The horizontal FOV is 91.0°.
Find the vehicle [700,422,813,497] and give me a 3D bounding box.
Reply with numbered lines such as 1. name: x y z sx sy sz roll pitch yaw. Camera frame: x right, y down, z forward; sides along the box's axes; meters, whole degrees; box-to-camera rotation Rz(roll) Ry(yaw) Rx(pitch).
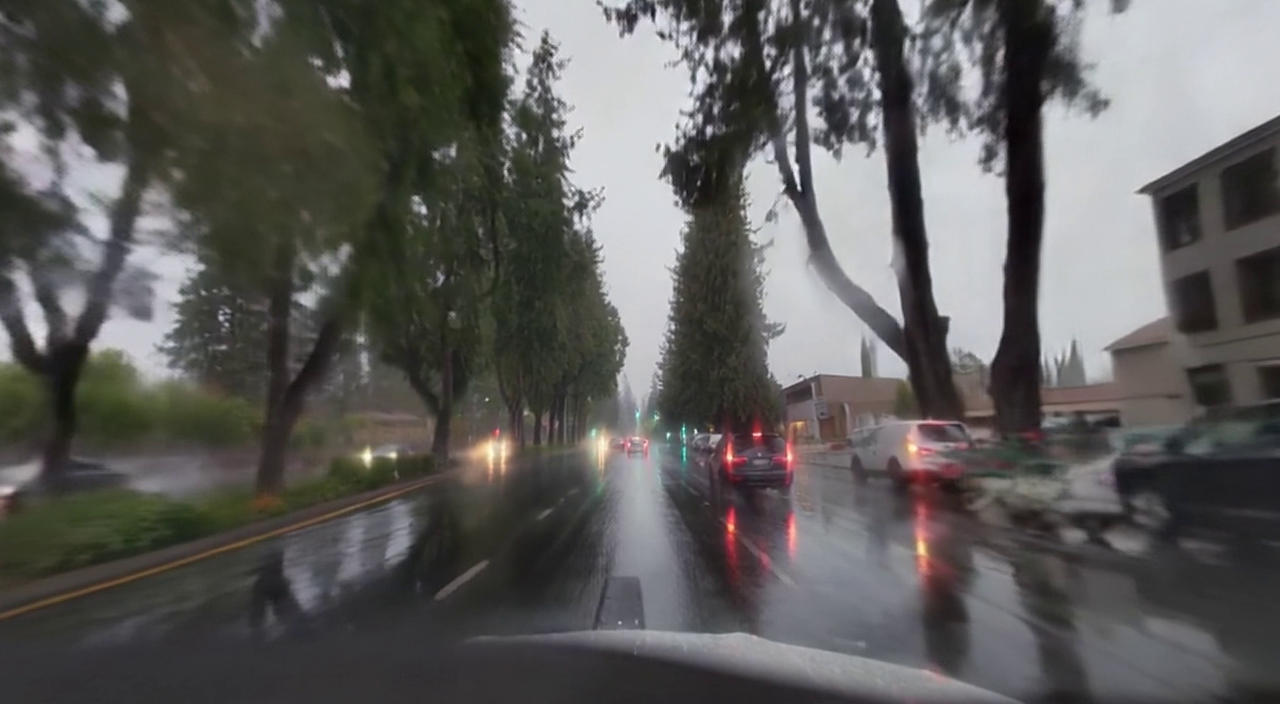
1. vehicle: 2.786 2.686 16.080 2.022 1.656 4.025 0 -8 -1

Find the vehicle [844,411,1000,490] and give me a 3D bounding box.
1. vehicle: 7.450 2.685 17.327 2.047 1.852 4.861 0 -8 0

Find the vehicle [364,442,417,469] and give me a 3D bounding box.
1. vehicle: -16.174 6.700 41.027 1.885 1.633 4.265 0 -8 -2

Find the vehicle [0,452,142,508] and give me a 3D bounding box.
1. vehicle: -18.254 3.893 19.580 1.836 1.454 4.507 0 -8 0

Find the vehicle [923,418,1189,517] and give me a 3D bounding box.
1. vehicle: 7.529 2.126 12.113 1.886 1.534 4.464 0 -8 -3

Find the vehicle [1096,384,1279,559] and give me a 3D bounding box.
1. vehicle: 7.686 1.232 6.497 2.174 1.788 4.954 0 -8 0
